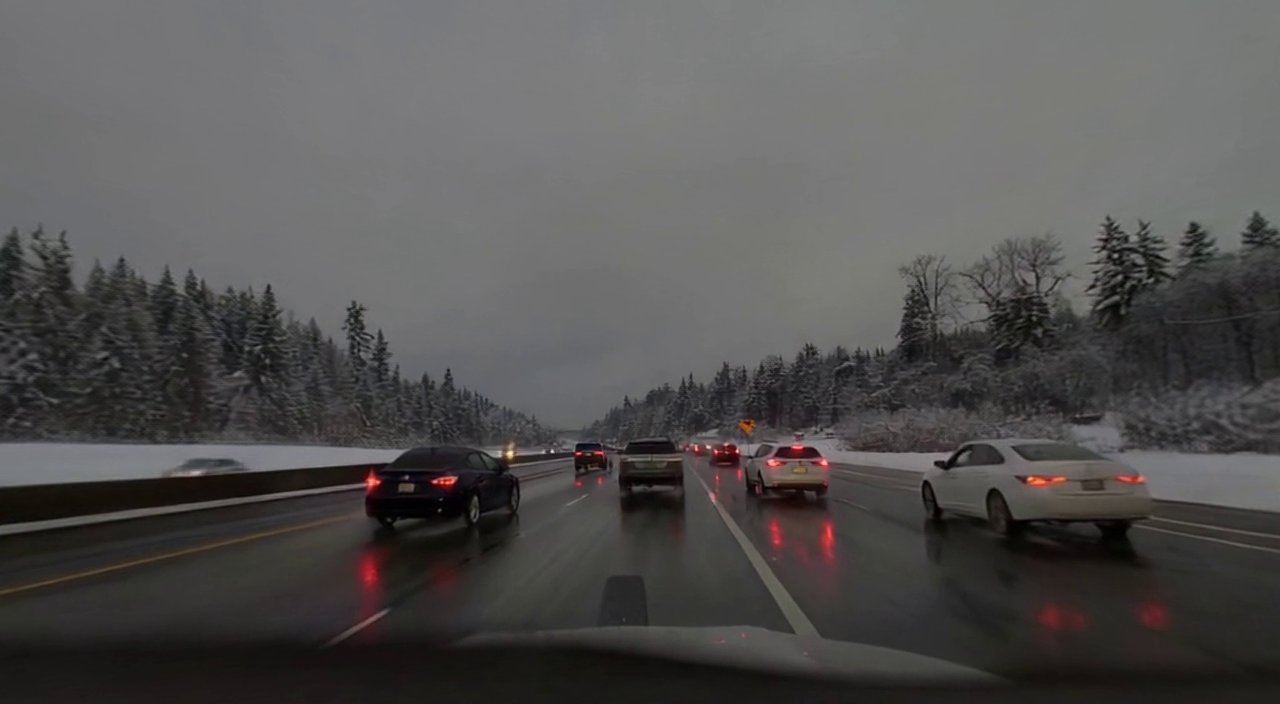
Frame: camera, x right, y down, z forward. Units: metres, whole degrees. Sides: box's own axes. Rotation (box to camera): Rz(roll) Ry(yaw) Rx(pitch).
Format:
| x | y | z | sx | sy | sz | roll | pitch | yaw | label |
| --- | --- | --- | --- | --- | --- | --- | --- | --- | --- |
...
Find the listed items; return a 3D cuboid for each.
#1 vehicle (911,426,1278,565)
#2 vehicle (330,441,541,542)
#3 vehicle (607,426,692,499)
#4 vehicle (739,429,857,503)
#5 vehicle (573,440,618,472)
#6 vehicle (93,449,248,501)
| x | y | z | sx | sy | sz | roll | pitch | yaw | label |
| --- | --- | --- | --- | --- | --- | --- | --- | --- | --- |
| 5.835 | 1.871 | 9.022 | 2.053 | 1.473 | 4.383 | -1 | -8 | 2 | vehicle |
| -3.393 | 2.404 | 11.749 | 1.965 | 1.443 | 4.968 | -1 | -8 | 4 | vehicle |
| 0.362 | 3.151 | 18.364 | 2.153 | 1.805 | 4.631 | -1 | -8 | 3 | vehicle |
| 4.036 | 2.987 | 17.004 | 2.156 | 1.701 | 4.494 | -1 | -8 | 2 | vehicle |
| -2.453 | 5.824 | 35.578 | 1.951 | 1.694 | 4.188 | -1 | -8 | 4 | vehicle |
| -16.969 | 4.431 | 23.192 | 1.912 | 1.640 | 4.675 | -1 | -8 | 3 | vehicle |
